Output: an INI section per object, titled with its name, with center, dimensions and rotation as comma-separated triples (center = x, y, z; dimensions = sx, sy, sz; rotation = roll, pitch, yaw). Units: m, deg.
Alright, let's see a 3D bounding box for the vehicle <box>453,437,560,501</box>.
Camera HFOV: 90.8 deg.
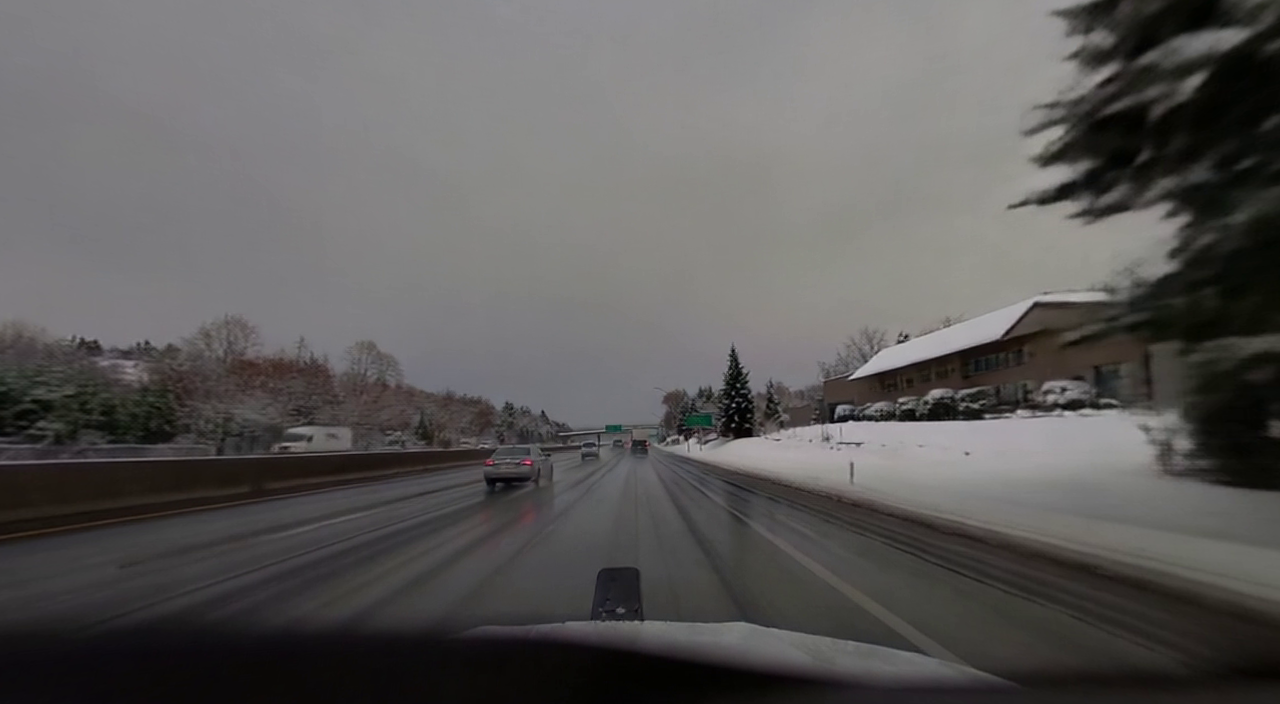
[vehicle]
center = -3.365, 3.036, 16.759
dimensions = 1.920, 1.463, 4.134
rotation = 1, -9, 0
